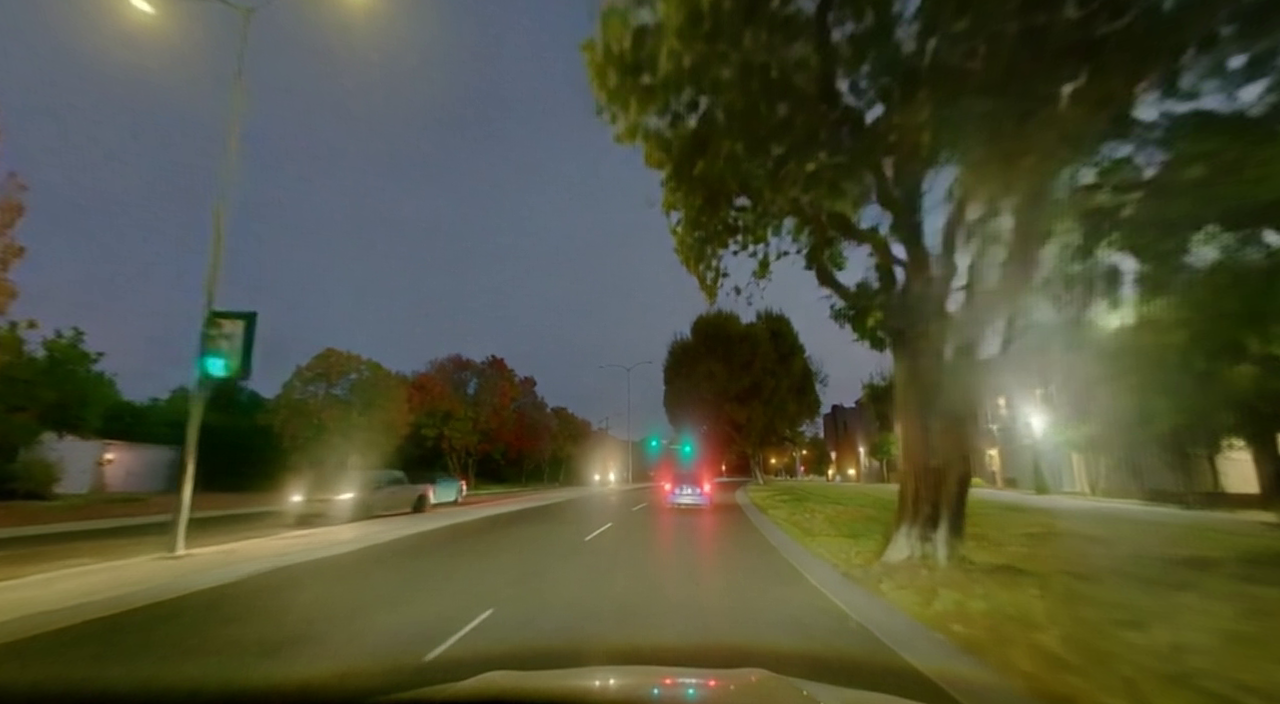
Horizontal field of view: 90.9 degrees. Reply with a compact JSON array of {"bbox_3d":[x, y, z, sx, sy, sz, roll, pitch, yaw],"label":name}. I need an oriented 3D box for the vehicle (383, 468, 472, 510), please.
[{"bbox_3d":[-9.173,5.952,27.649,1.856,1.569,4.572,-6,-11,7],"label":"vehicle"}]

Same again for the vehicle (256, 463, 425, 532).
[{"bbox_3d":[-7.556,3.732,16.518,1.870,1.518,4.390,-2,-11,7],"label":"vehicle"}]

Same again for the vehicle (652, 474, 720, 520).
[{"bbox_3d":[1.662,4.695,20.880,1.972,1.250,5.282,-1,-11,7],"label":"vehicle"}]
